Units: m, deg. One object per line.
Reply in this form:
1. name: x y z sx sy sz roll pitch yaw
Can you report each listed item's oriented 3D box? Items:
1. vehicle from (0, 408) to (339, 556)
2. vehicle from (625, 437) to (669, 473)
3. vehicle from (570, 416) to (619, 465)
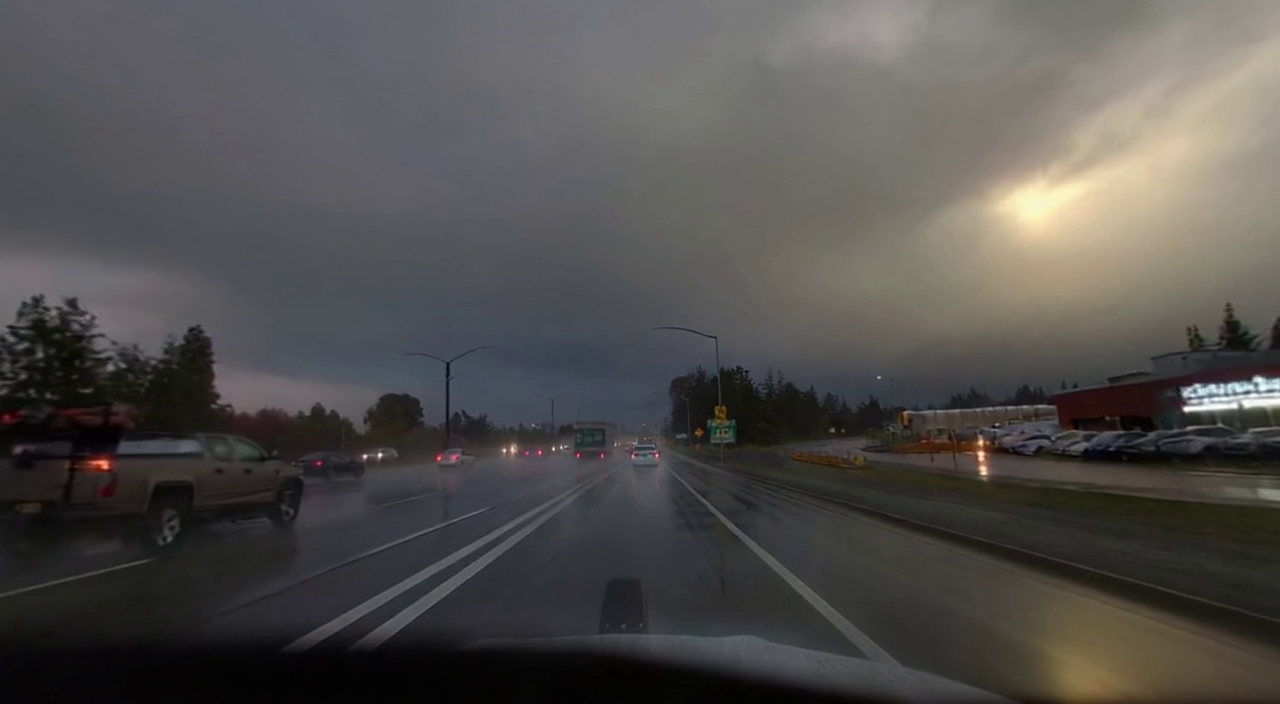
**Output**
1. vehicle: -7.518 2.066 10.774 2.165 1.903 4.917 0 -8 2
2. vehicle: 0.354 5.627 34.644 2.227 1.794 4.646 0 -8 0
3. vehicle: -3.333 6.864 48.584 2.796 3.426 8.553 0 -8 2
